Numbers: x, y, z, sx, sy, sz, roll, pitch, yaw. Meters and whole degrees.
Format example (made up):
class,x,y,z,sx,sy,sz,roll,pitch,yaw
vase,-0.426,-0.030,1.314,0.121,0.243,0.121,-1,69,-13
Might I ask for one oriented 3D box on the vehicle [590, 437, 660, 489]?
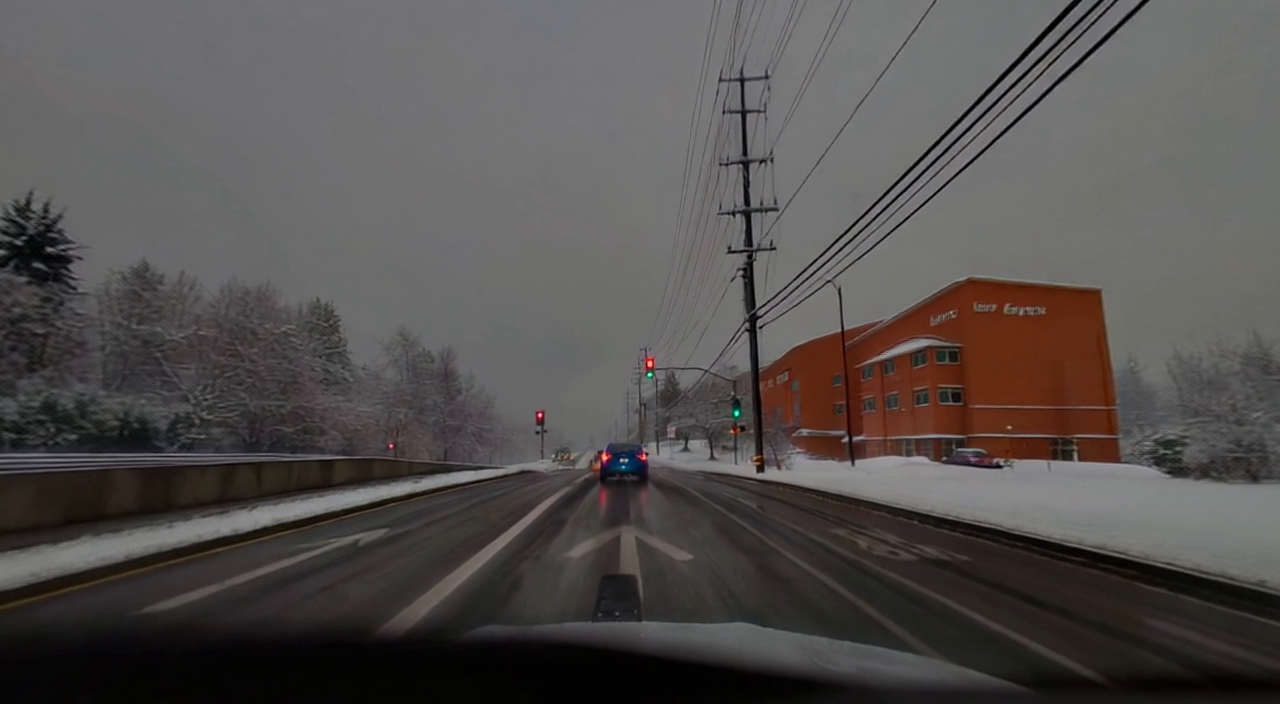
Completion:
class,x,y,z,sx,sy,sz,roll,pitch,yaw
vehicle,-0.508,3.648,21.115,2.123,1.566,3.662,0,-8,-1
